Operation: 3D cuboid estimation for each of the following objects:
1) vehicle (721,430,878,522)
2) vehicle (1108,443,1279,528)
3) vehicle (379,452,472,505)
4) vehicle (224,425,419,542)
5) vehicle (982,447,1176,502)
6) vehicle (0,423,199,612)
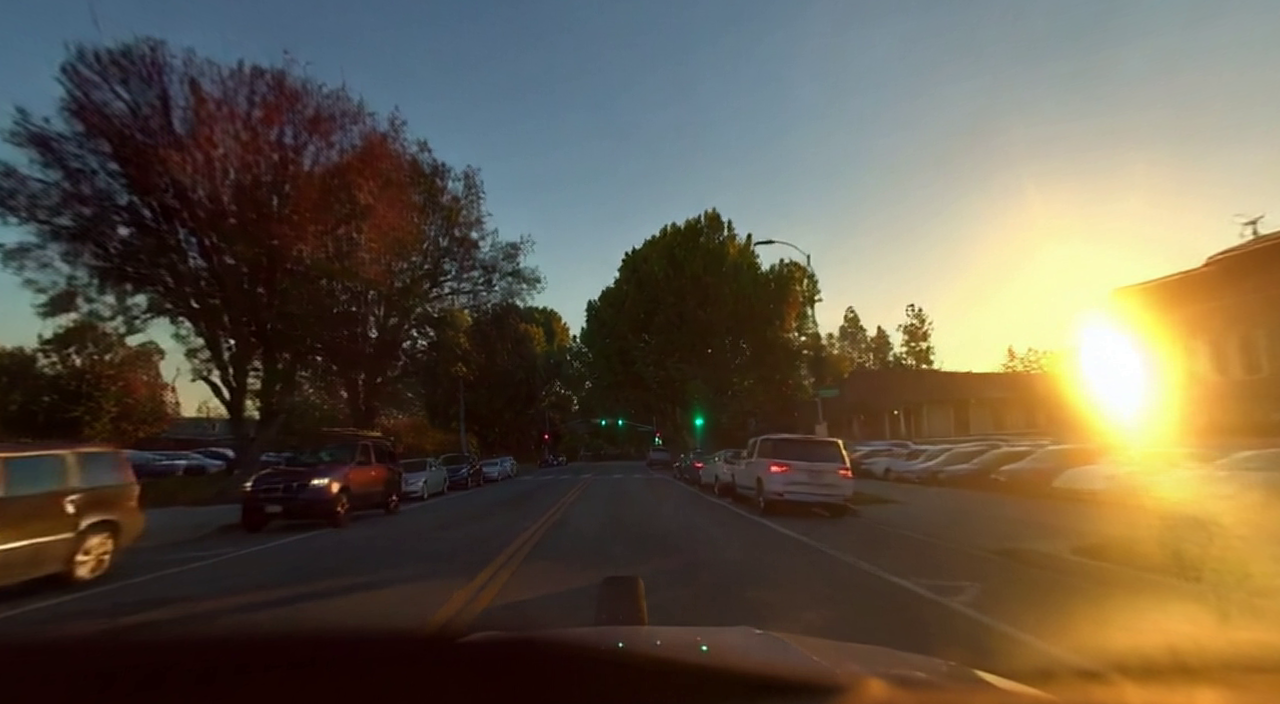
[{"bbox_3d":[3.625,2.958,15.773,2.255,1.863,5.629,0,-9,-2],"label":"vehicle"},{"bbox_3d":[12.152,2.620,12.459,4.265,1.454,2.065,2,-9,-3],"label":"vehicle"},{"bbox_3d":[-7.846,4.627,23.624,2.113,1.486,4.774,-2,-7,-4],"label":"vehicle"},{"bbox_3d":[-7.582,3.042,15.876,2.382,2.223,5.472,-3,-6,-4],"label":"vehicle"},{"bbox_3d":[12.019,3.345,17.499,3.965,1.403,1.840,0,-9,-2],"label":"vehicle"},{"bbox_3d":[-7.436,1.709,6.436,2.171,1.838,5.344,-1,-11,-3],"label":"vehicle"}]
